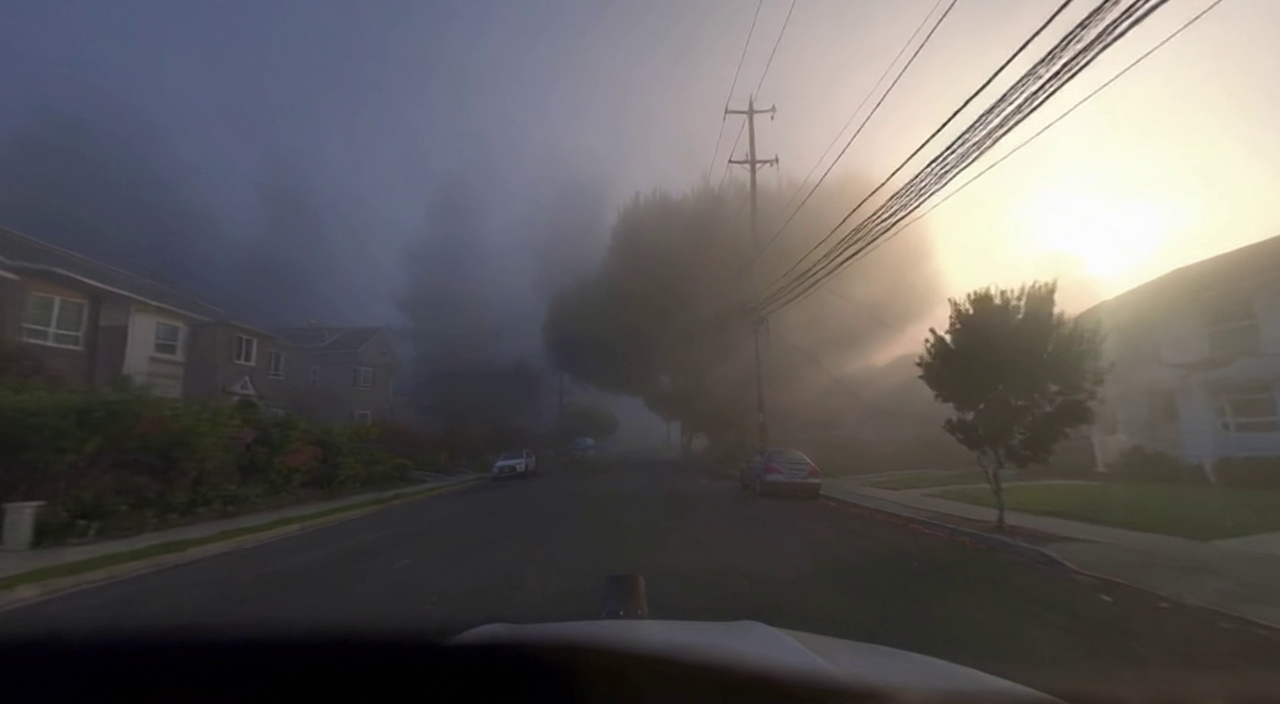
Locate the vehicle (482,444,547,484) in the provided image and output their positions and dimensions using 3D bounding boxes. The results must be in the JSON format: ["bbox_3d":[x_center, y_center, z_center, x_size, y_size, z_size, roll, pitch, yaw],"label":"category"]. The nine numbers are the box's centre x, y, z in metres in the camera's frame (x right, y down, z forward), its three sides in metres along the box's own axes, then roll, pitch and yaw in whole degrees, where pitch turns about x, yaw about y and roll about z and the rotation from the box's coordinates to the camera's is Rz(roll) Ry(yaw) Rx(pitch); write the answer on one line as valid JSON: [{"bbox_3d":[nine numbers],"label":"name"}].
[{"bbox_3d":[-5.827,5.208,29.912,1.954,1.551,5.128,-3,-7,1],"label":"vehicle"}]

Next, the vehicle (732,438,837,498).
[{"bbox_3d":[4.150,3.403,18.829,2.020,1.558,3.925,1,-9,-3],"label":"vehicle"}]
